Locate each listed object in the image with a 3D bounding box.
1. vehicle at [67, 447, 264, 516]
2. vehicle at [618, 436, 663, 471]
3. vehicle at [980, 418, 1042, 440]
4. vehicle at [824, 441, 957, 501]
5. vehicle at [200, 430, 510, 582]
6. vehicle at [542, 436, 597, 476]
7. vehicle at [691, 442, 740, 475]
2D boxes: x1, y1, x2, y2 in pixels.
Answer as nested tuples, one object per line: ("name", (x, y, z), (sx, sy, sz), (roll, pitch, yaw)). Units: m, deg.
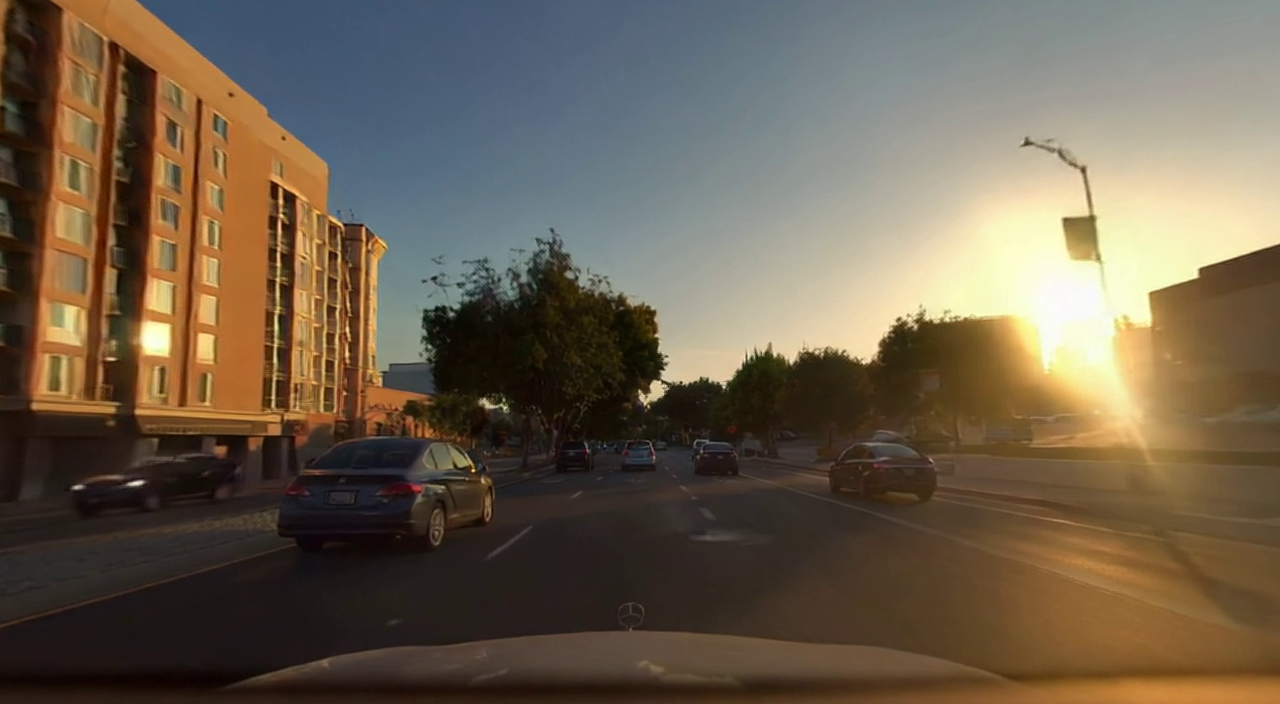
("vehicle", (-14.555, 3.948, 19.885), (2.204, 1.855, 5.107), (0, -9, 0))
("vehicle", (0.005, 5.586, 34.771), (2.304, 1.795, 4.526), (0, -9, 0))
("vehicle", (26.566, 5.560, 45.092), (4.617, 1.459, 1.819), (5, -10, -33))
("vehicle", (6.915, 3.312, 18.033), (1.865, 1.458, 4.605), (0, -9, -1))
("vehicle", (-3.310, 1.877, 8.554), (2.095, 1.486, 4.411), (0, -9, 1))
("vehicle", (-3.393, 5.078, 31.100), (2.117, 1.799, 4.442), (-1, -9, 1))
("vehicle", (3.483, 5.006, 29.850), (1.884, 1.458, 4.245), (-1, -9, 2))
